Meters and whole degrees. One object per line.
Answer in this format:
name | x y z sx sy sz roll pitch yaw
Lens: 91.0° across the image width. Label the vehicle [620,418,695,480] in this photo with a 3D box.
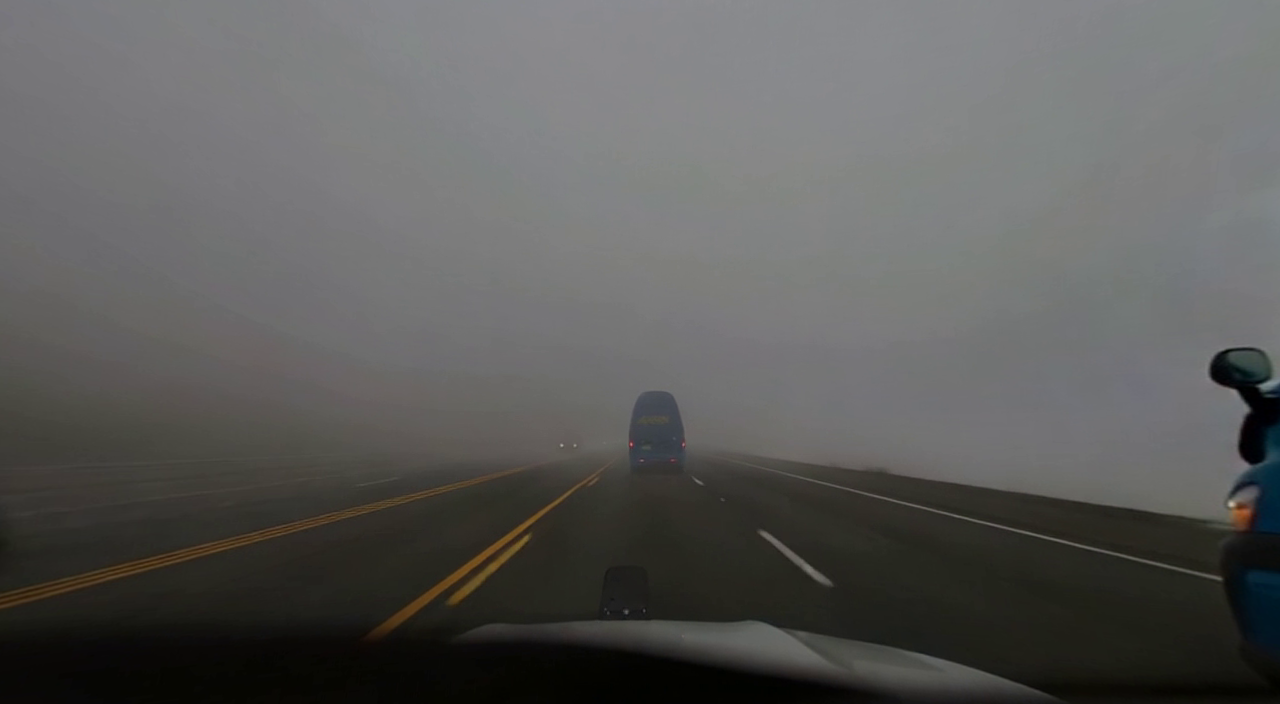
vehicle | 0.628 3.548 23.078 2.469 2.027 4.554 0 -8 2
